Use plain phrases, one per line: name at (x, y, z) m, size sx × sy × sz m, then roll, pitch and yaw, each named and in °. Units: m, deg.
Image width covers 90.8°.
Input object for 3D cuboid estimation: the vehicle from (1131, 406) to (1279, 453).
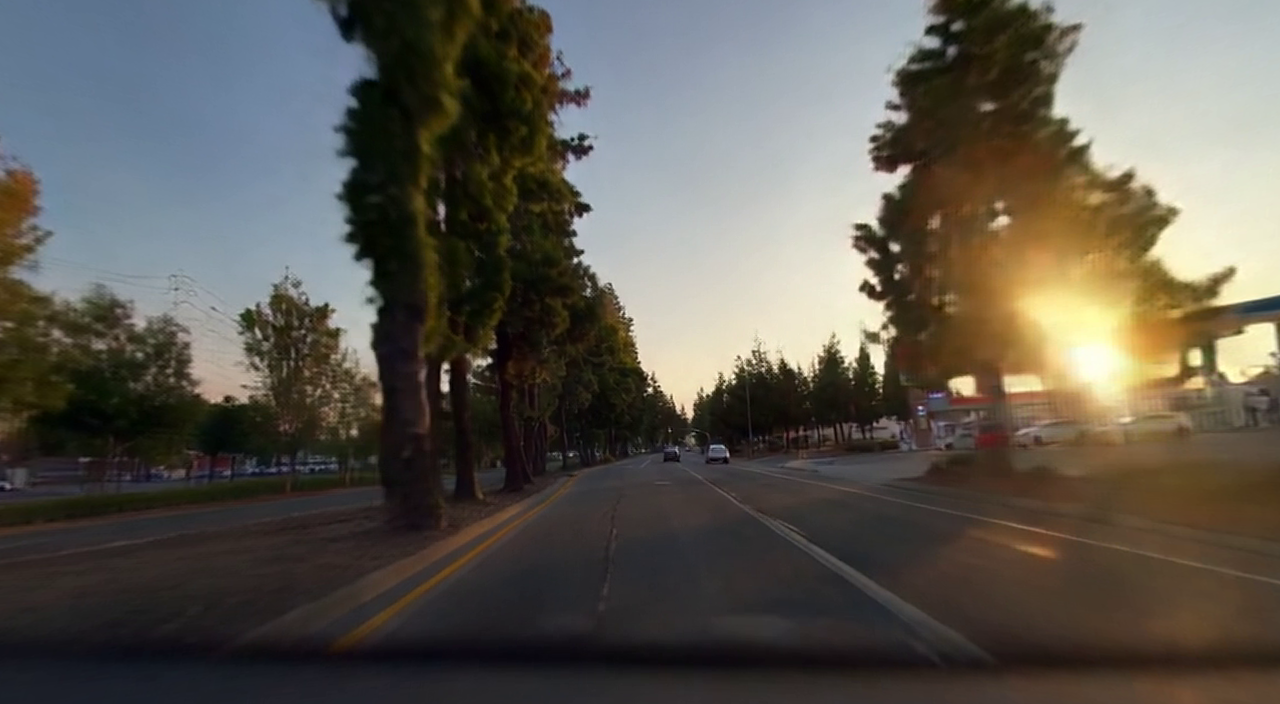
vehicle at (23.163, 3.195, 25.811) m, size 4.479 × 1.453 × 1.899 m, roll -4°, pitch -10°, yaw 1°
